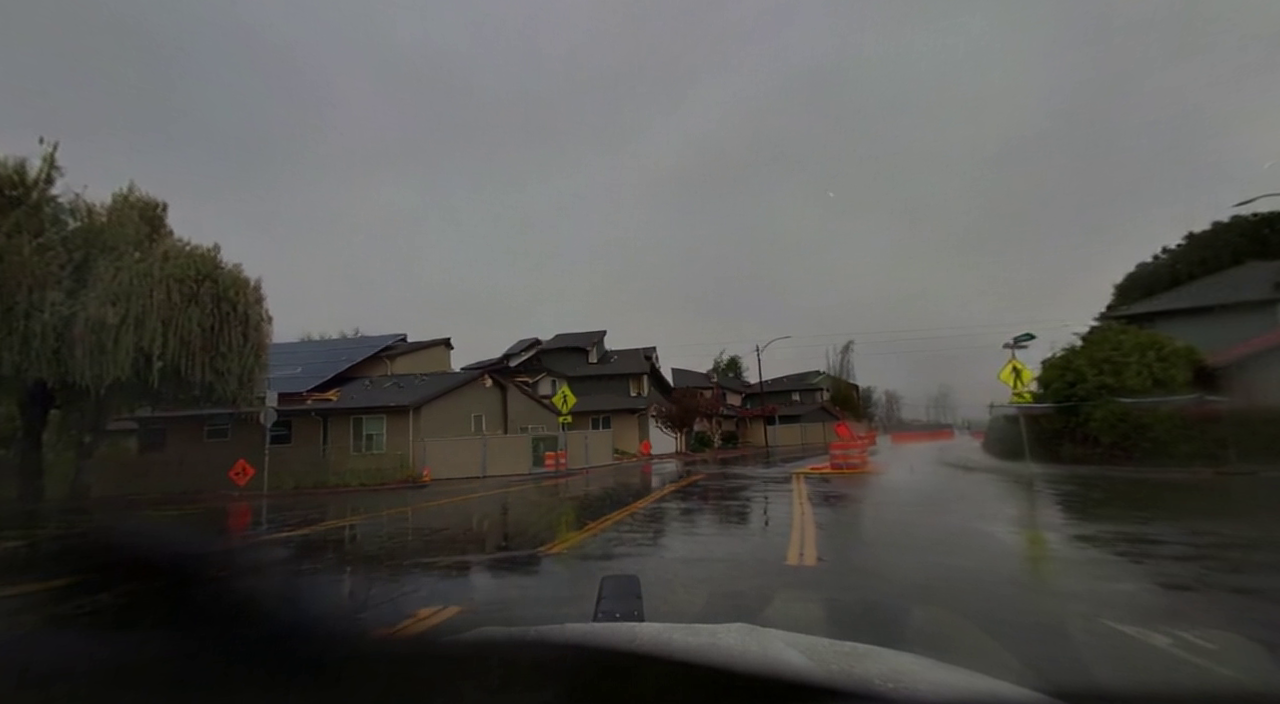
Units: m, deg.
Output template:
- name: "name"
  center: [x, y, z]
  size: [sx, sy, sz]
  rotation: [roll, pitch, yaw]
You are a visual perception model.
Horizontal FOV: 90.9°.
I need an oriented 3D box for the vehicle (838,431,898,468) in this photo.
- name: "vehicle"
  center: [9.771, 4.102, 26.795]
  size: [1.966, 1.455, 4.075]
  rotation: [-4, -8, 24]
